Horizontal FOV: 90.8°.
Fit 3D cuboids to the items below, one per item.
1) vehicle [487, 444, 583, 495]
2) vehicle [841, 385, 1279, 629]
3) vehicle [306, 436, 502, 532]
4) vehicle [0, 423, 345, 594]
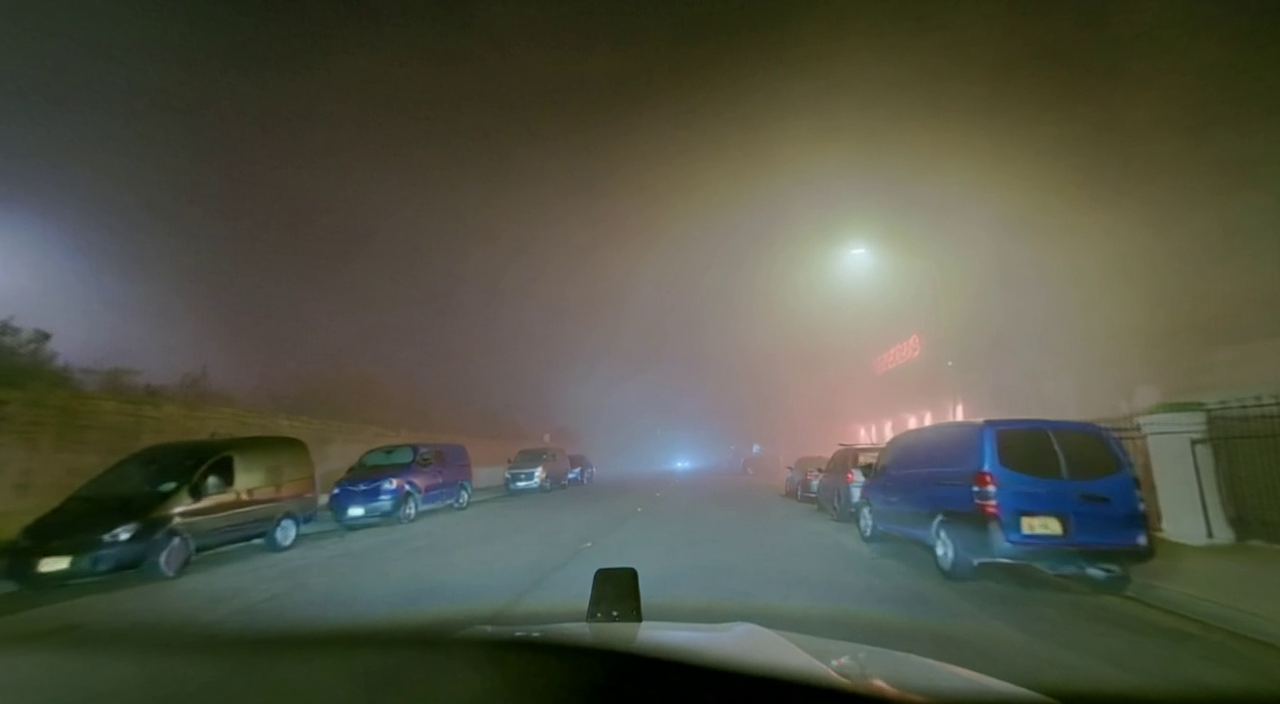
[{"bbox_3d":[-4.308,4.930,27.094,2.504,1.919,5.658,-1,-8,7],"label":"vehicle"},{"bbox_3d":[4.577,1.714,8.319,2.327,2.021,5.850,0,-8,4],"label":"vehicle"},{"bbox_3d":[-5.541,3.150,15.984,2.304,1.937,5.720,-1,-8,5],"label":"vehicle"},{"bbox_3d":[-6.398,2.072,9.280,1.857,1.908,4.081,-1,-8,5],"label":"vehicle"}]
